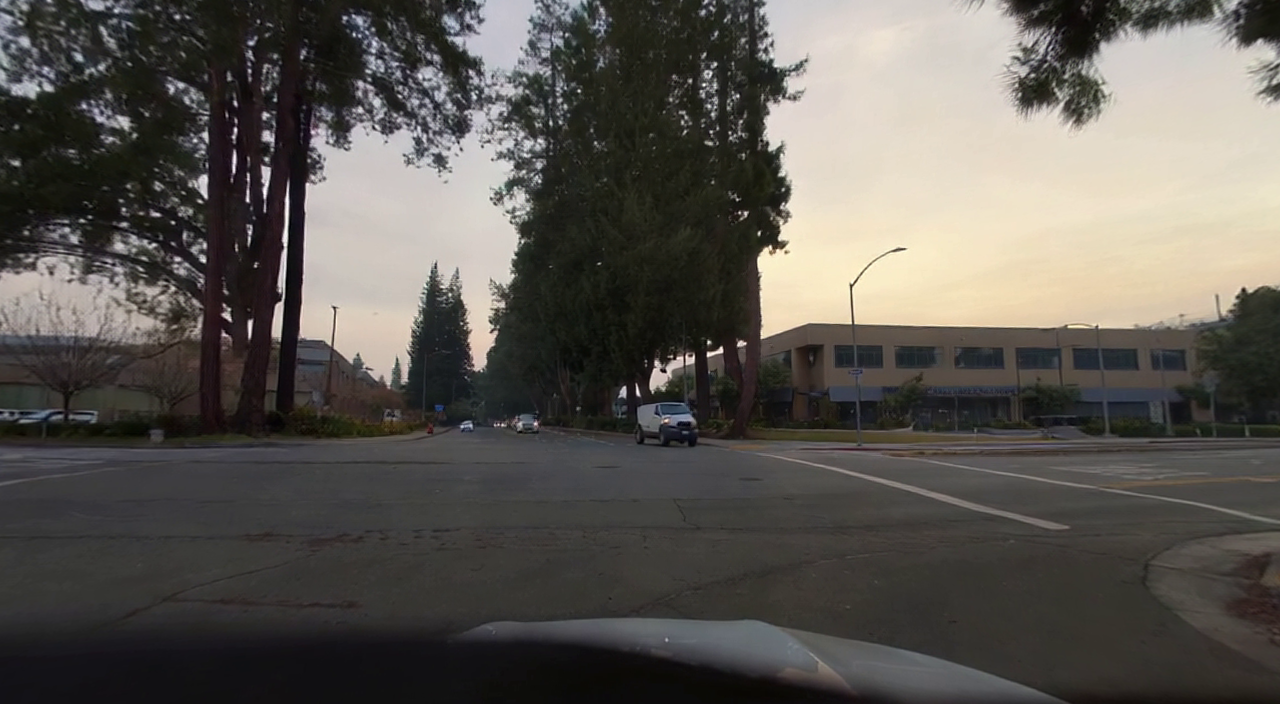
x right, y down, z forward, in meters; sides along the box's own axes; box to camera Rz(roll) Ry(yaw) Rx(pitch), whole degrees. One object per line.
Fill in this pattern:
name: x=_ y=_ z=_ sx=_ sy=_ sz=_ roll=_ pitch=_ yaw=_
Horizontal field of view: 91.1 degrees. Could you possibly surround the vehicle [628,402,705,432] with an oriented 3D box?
vehicle: x=1.775 y=4.691 z=44.426 sx=2.435 sy=1.858 sz=5.585 roll=6 pitch=-11 yaw=-38
